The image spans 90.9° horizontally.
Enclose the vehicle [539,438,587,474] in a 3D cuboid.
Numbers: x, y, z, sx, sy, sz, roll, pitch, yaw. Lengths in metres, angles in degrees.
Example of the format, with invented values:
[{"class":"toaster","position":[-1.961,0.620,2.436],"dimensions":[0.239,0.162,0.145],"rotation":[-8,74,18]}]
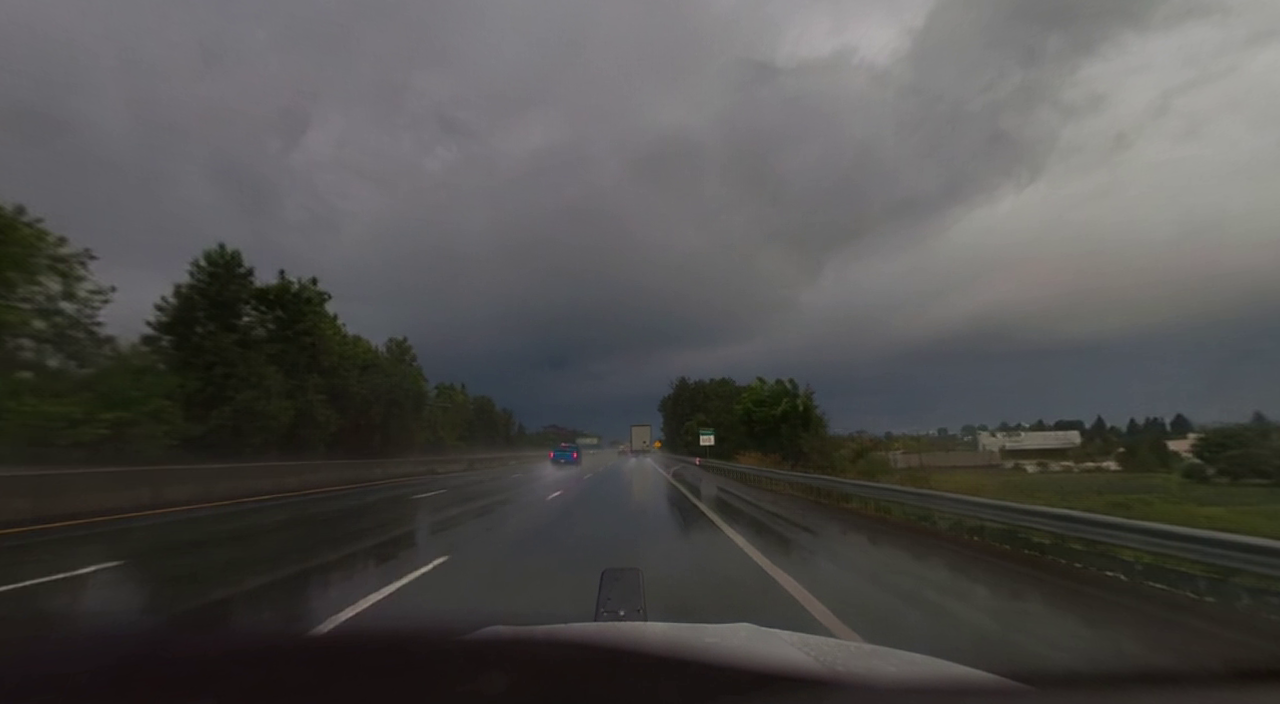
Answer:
[{"class":"vehicle","position":[-4.329,5.985,36.462],"dimensions":[2.124,1.888,5.226],"rotation":[0,-9,0]}]
